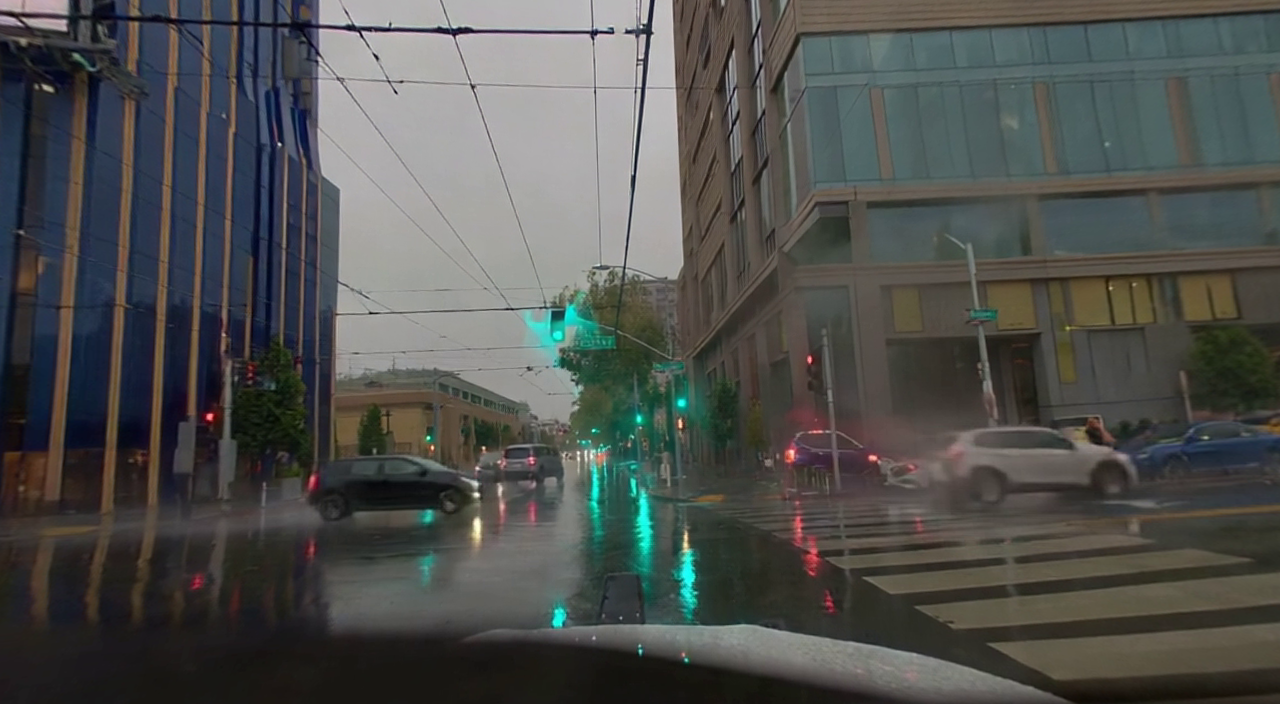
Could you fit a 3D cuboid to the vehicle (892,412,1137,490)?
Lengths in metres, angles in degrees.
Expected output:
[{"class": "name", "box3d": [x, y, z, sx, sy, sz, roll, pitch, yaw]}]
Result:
[{"class": "vehicle", "box3d": [8.871, 2.407, 15.271, 4.629, 1.696, 2.098, 1, -10, -6]}]

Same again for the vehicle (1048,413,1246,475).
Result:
[{"class": "vehicle", "box3d": [16.753, 3.051, 21.068, 4.944, 1.946, 1.952, 0, -8, -3]}]

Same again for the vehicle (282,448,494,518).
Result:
[{"class": "vehicle", "box3d": [-6.294, 3.309, 16.277, 4.637, 1.624, 1.927, 0, -8, -3]}]

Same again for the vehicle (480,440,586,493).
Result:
[{"class": "vehicle", "box3d": [-4.249, 4.647, 26.123, 2.137, 1.910, 5.120, -3, -9, 18]}]

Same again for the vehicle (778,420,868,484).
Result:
[{"class": "vehicle", "box3d": [7.551, 4.111, 26.628, 2.316, 2.425, 4.466, 1, -7, -2]}]
